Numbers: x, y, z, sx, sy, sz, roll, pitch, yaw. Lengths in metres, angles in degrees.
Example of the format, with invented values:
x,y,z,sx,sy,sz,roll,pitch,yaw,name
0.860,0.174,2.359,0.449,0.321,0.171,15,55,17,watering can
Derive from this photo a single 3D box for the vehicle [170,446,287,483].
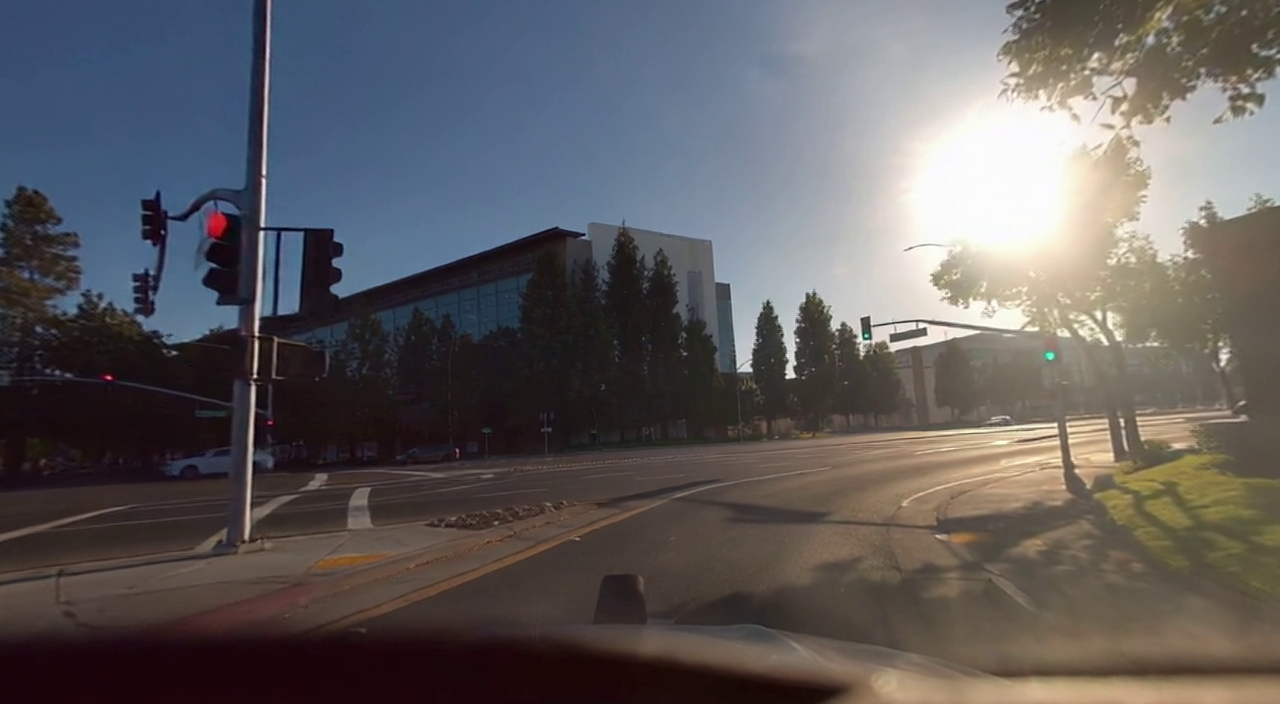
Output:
x,y,z,sx,sy,sz,roll,pitch,yaw,name
-21.699,5.875,33.340,4.782,1.776,2.118,7,-11,-42,vehicle

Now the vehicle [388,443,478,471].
x,y,z,sx,sy,sz,roll,pitch,yaw,name
-11.864,5.996,36.200,4.527,1.444,1.811,8,-11,-42,vehicle
